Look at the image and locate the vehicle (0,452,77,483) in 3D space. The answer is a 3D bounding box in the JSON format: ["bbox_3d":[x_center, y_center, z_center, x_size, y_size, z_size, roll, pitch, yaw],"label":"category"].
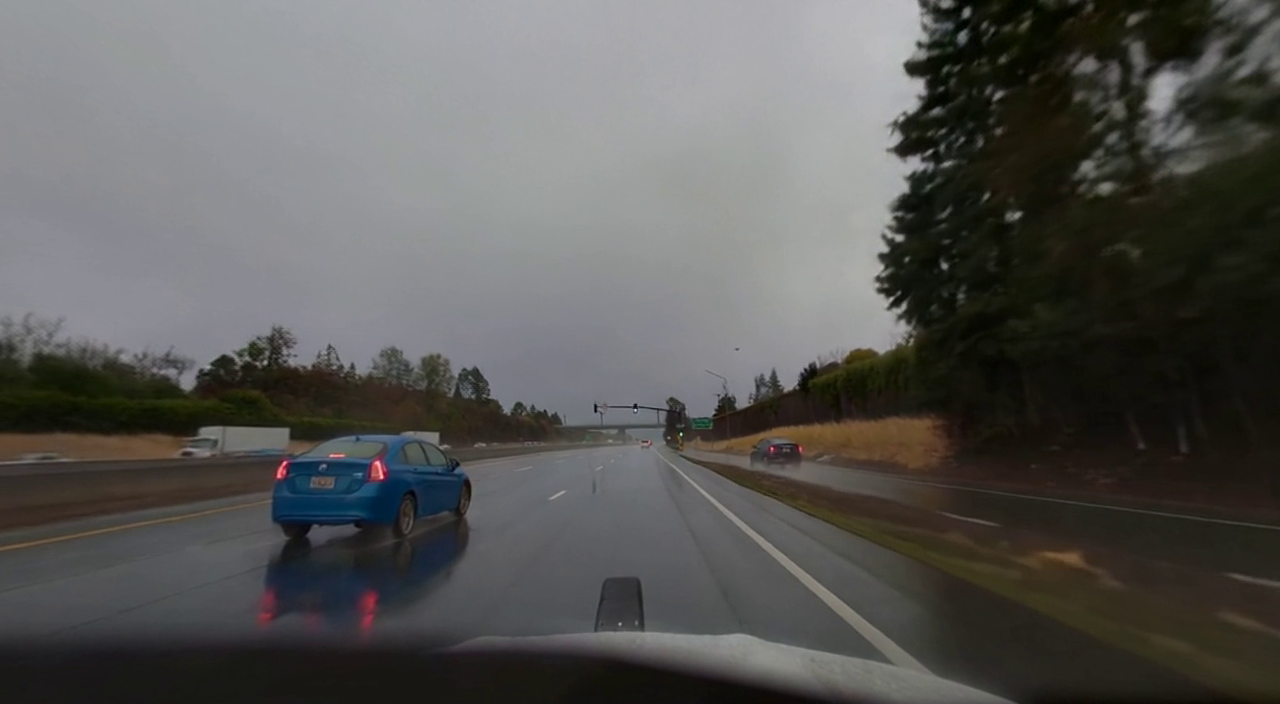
[{"bbox_3d":[-32.522,6.076,33.309,1.749,1.472,3.987,0,-9,-1],"label":"vehicle"}]

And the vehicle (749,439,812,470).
[{"bbox_3d":[7.257,5.354,32.953,2.049,1.481,4.774,0,-9,-2],"label":"vehicle"}]

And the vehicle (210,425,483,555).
[{"bbox_3d":[-4.027,1.959,9.703,1.987,1.516,4.478,0,-9,1],"label":"vehicle"}]
